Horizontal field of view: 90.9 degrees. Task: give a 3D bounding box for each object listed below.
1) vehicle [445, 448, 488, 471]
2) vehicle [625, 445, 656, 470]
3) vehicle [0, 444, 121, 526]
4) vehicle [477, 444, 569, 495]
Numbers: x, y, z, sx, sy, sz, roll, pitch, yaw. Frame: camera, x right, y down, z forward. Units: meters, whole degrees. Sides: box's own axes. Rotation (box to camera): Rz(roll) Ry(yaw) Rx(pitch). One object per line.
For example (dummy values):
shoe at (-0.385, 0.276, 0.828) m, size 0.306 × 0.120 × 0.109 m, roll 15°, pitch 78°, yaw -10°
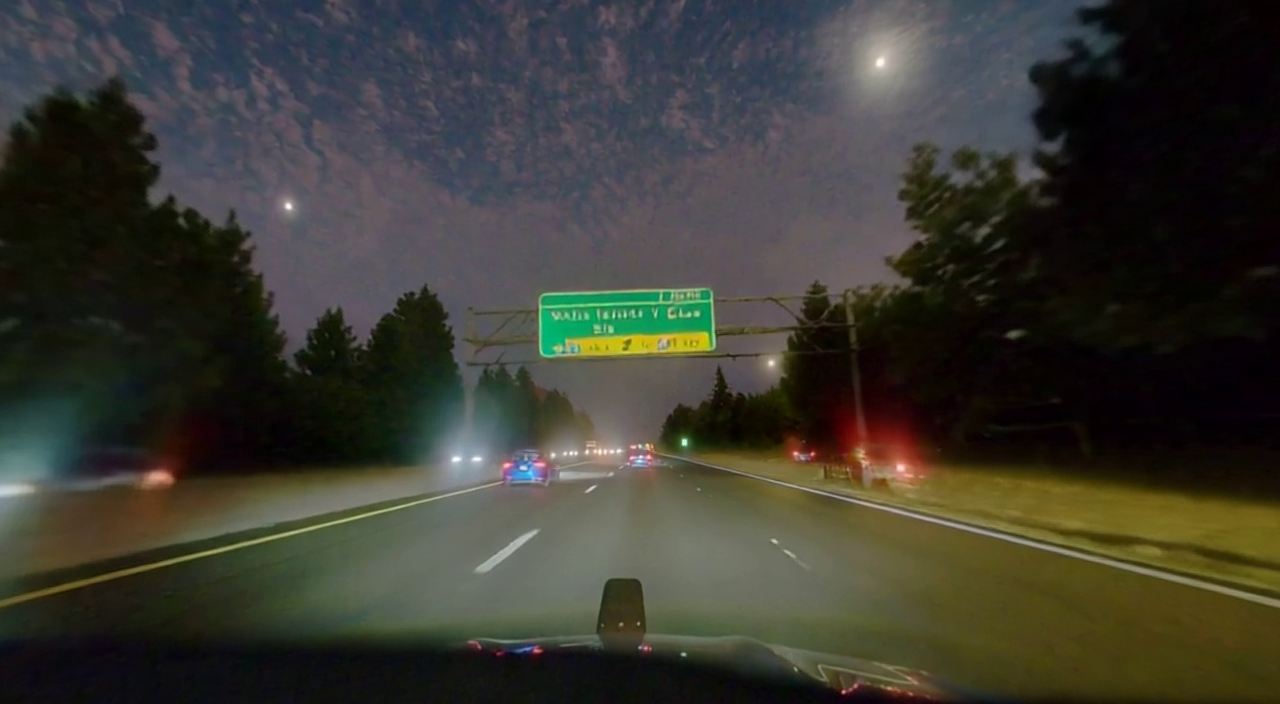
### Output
vehicle at (-12.986, 8.053, 47.472) m, size 1.927 × 1.601 × 4.480 m, roll 0°, pitch -9°, yaw 1°
vehicle at (0.029, 7.123, 42.752) m, size 2.011 × 1.590 × 3.607 m, roll 0°, pitch -9°, yaw 0°
vehicle at (-13.443, 2.673, 12.824) m, size 1.904 × 1.580 × 4.453 m, roll 0°, pitch -9°, yaw 0°
vehicle at (-3.776, 3.884, 21.275) m, size 2.157 × 1.483 × 4.601 m, roll 0°, pitch -9°, yaw 1°
